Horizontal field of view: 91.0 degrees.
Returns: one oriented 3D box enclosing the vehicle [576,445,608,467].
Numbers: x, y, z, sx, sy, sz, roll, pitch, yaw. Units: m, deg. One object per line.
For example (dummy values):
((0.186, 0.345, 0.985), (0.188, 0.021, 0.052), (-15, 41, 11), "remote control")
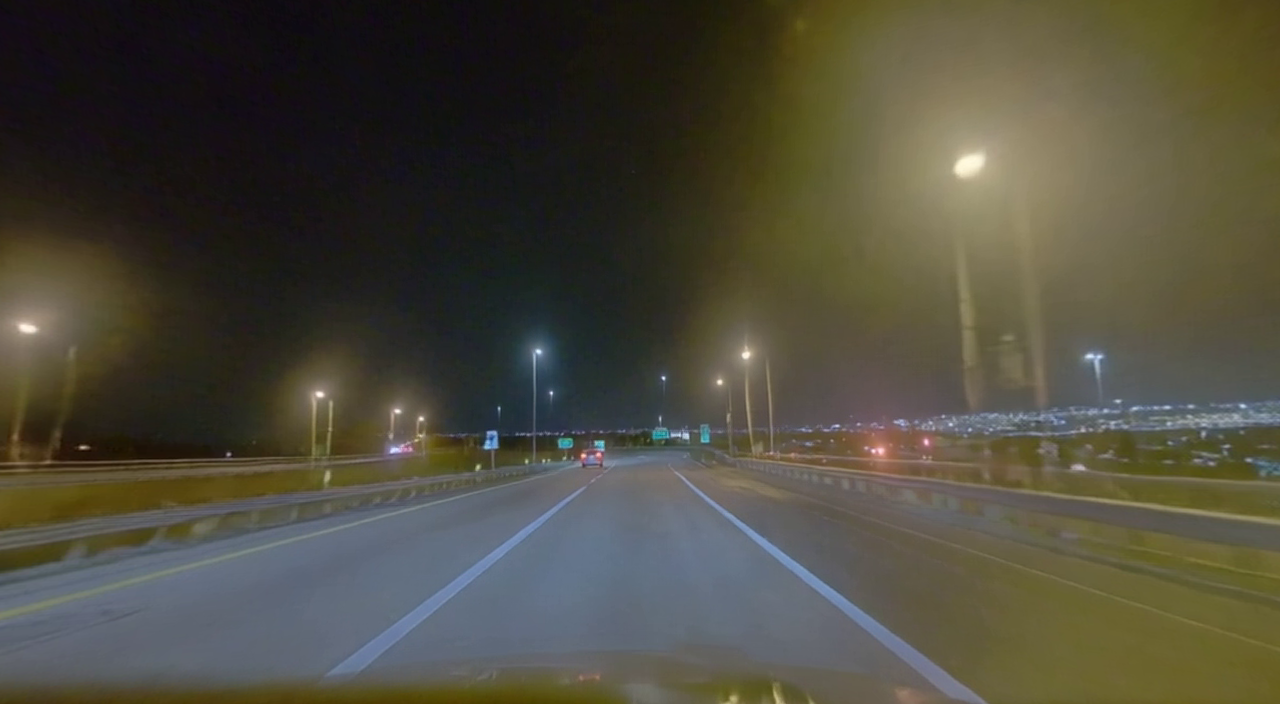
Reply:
((-3.699, 8.127, 49.473), (2.234, 1.588, 4.484), (0, -8, -1), "vehicle")
